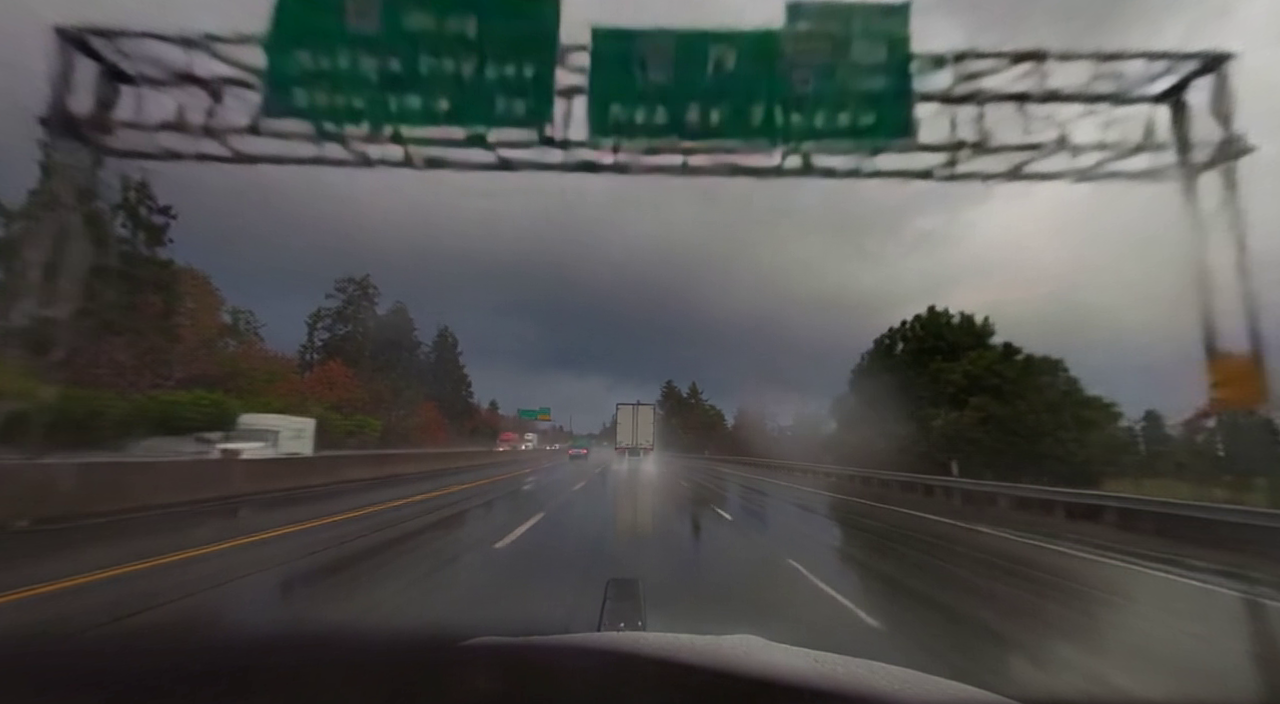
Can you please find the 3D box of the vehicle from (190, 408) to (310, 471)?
[{"bbox_3d":[-17.197,3.940,28.180,2.136,2.560,5.054,0,-9,-1],"label":"vehicle"}]

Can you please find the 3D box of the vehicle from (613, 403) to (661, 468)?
[{"bbox_3d":[-0.333,5.996,44.466,2.962,3.953,10.696,0,-9,-2],"label":"vehicle"}]
